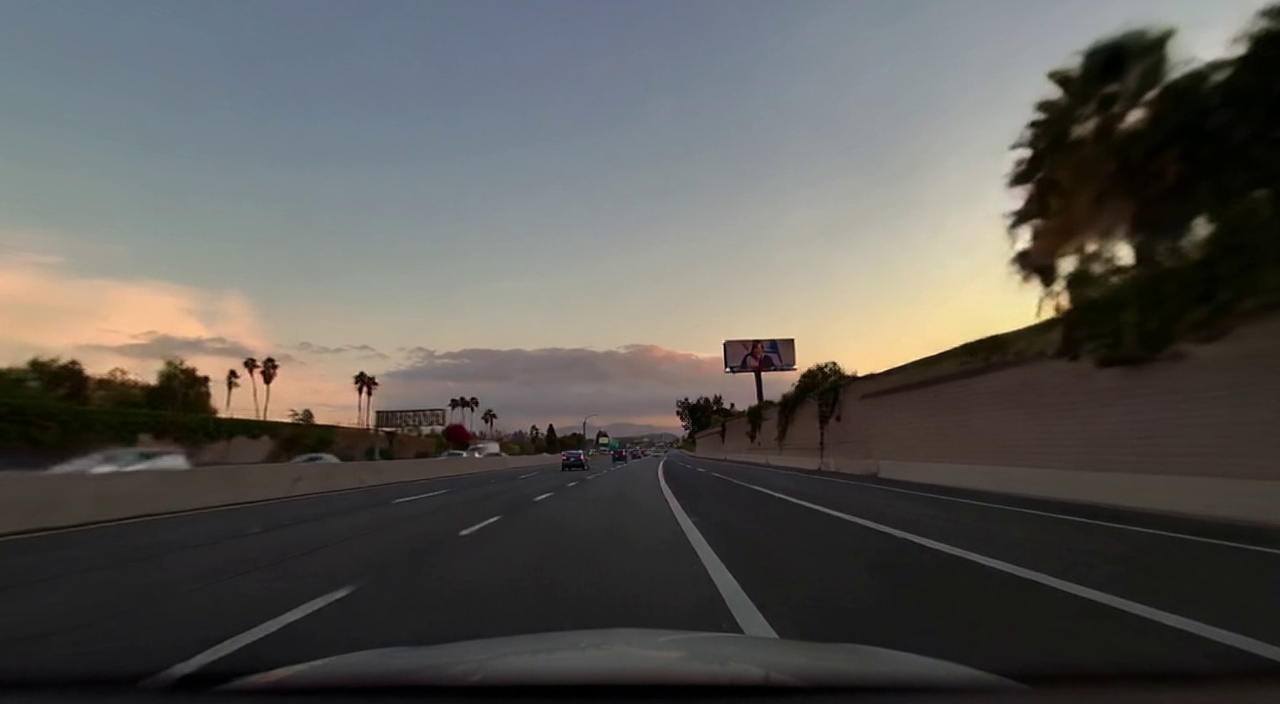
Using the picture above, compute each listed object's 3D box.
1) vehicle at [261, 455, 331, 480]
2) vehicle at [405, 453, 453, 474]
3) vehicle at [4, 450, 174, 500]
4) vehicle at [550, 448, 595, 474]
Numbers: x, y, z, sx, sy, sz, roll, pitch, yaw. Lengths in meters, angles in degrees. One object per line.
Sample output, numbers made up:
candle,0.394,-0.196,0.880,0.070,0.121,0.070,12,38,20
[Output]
vehicle,-21.783,7.313,40.181,1.812,1.450,4.503,0,-9,1
vehicle,-14.993,7.914,45.058,2.001,1.437,3.855,0,-9,1
vehicle,-18.763,4.170,21.872,1.851,1.499,4.488,0,-9,0
vehicle,-4.049,6.629,38.700,2.078,1.457,4.648,0,-9,2
